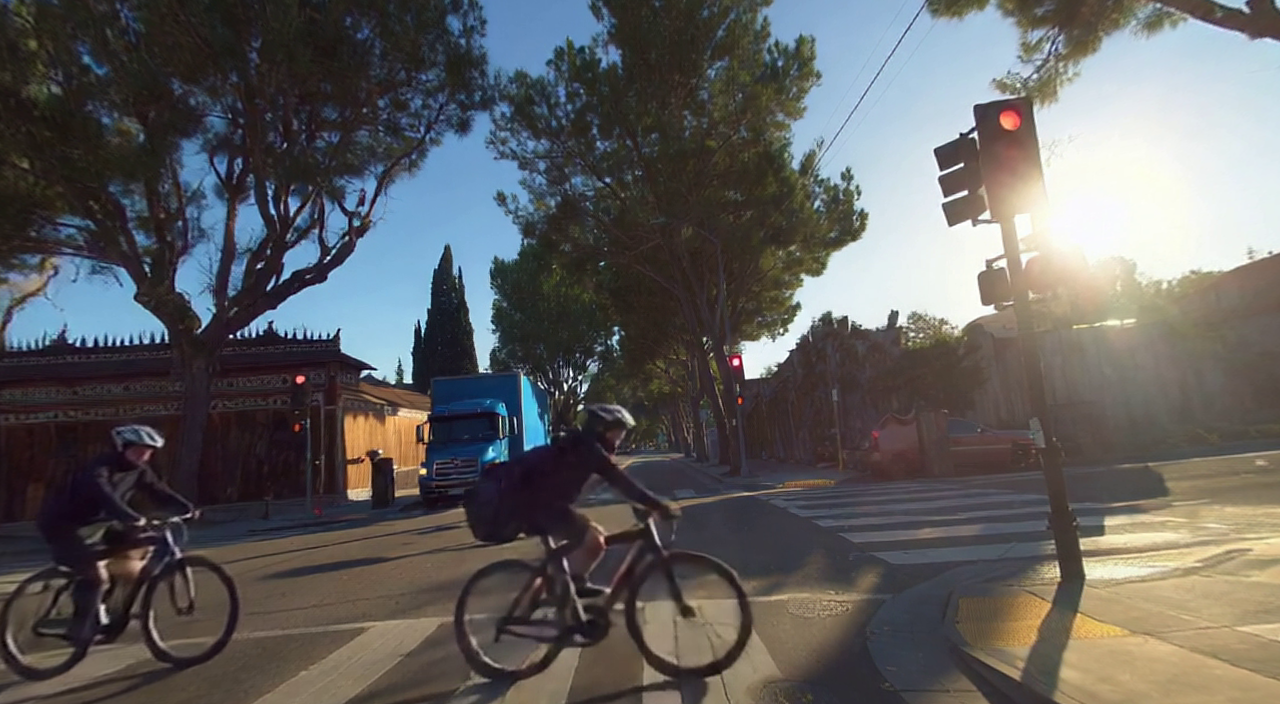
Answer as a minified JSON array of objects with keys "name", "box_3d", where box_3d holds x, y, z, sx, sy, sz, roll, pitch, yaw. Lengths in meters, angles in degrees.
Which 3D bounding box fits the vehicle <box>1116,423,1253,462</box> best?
[{"name":"vehicle","box_3d":[24.955,4.160,29.010,4.268,1.695,2.053,0,-8,3]}]

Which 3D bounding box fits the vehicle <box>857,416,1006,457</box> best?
[{"name":"vehicle","box_3d":[10.694,3.143,23.423,4.643,1.456,1.820,-1,-8,5]}]

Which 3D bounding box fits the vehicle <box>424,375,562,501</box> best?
[{"name":"vehicle","box_3d":[-5.814,3.725,27.177,3.113,4.041,10.284,-7,-8,0]}]
